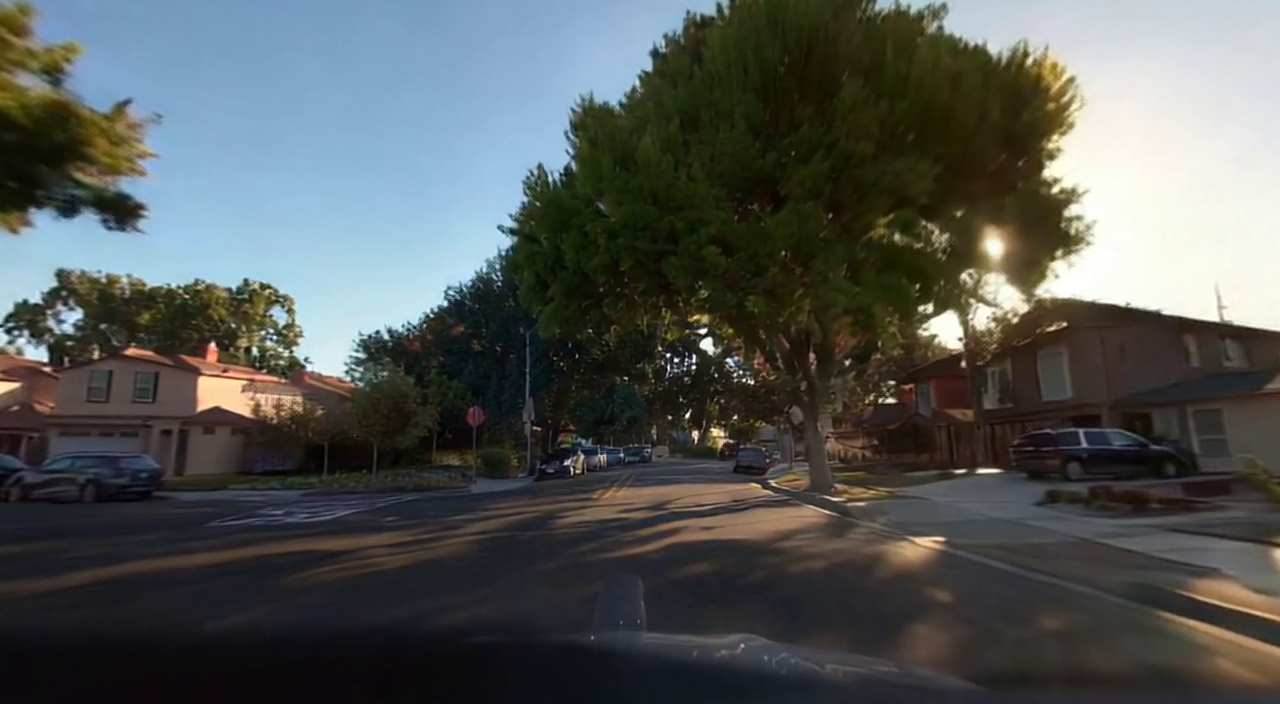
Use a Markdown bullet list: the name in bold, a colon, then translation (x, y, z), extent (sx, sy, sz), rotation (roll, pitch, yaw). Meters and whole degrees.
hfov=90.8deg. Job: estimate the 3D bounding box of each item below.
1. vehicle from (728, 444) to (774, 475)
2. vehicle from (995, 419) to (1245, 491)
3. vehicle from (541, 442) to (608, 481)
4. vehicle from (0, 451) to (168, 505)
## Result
- **vehicle**: translation (6.531, 6.195, 36.706), extent (2.075, 1.657, 4.648), rotation (-3, -9, 17)
- **vehicle**: translation (11.991, 2.590, 16.034), extent (4.781, 1.700, 1.914), rotation (0, -9, -2)
- **vehicle**: translation (-3.272, 5.577, 32.580), extent (2.041, 1.762, 4.508), rotation (-4, -8, 13)
- **vehicle**: translation (-16.107, 3.580, 18.151), extent (3.734, 1.441, 1.756), rotation (-1, -9, 4)
